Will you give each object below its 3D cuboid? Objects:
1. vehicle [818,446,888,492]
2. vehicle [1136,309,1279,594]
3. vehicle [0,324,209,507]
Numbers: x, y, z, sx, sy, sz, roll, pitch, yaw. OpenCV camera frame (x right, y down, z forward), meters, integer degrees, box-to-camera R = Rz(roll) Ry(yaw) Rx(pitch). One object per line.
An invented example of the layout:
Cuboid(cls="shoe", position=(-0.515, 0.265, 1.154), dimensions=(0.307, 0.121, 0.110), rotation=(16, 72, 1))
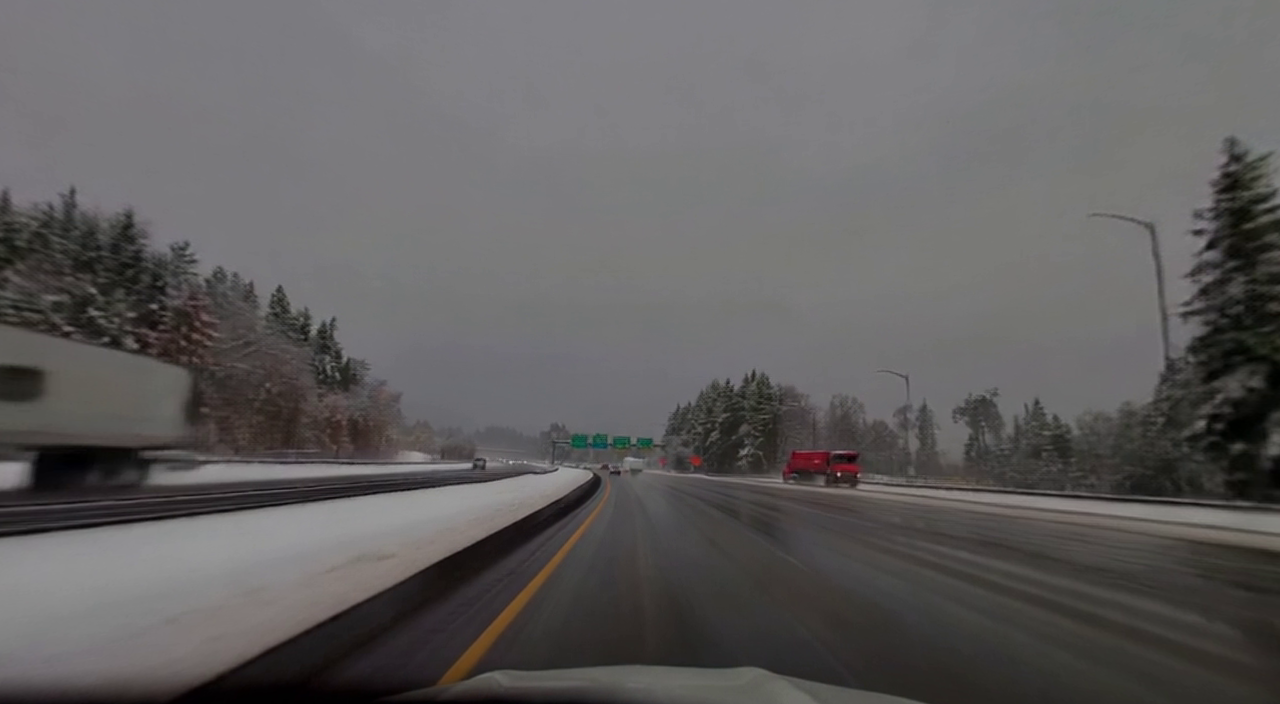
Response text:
Cuboid(cls="vehicle", position=(16.310, 9.017, 48.642), dimensions=(2.827, 3.120, 6.502), rotation=(5, -10, -3))
Cuboid(cls="vehicle", position=(8.253, 0.841, 5.363), dimensions=(2.616, 3.039, 6.382), rotation=(2, -10, -1))
Cuboid(cls="vehicle", position=(-15.069, 1.539, 14.459), dimensions=(2.812, 3.834, 10.802), rotation=(1, -10, -2))
